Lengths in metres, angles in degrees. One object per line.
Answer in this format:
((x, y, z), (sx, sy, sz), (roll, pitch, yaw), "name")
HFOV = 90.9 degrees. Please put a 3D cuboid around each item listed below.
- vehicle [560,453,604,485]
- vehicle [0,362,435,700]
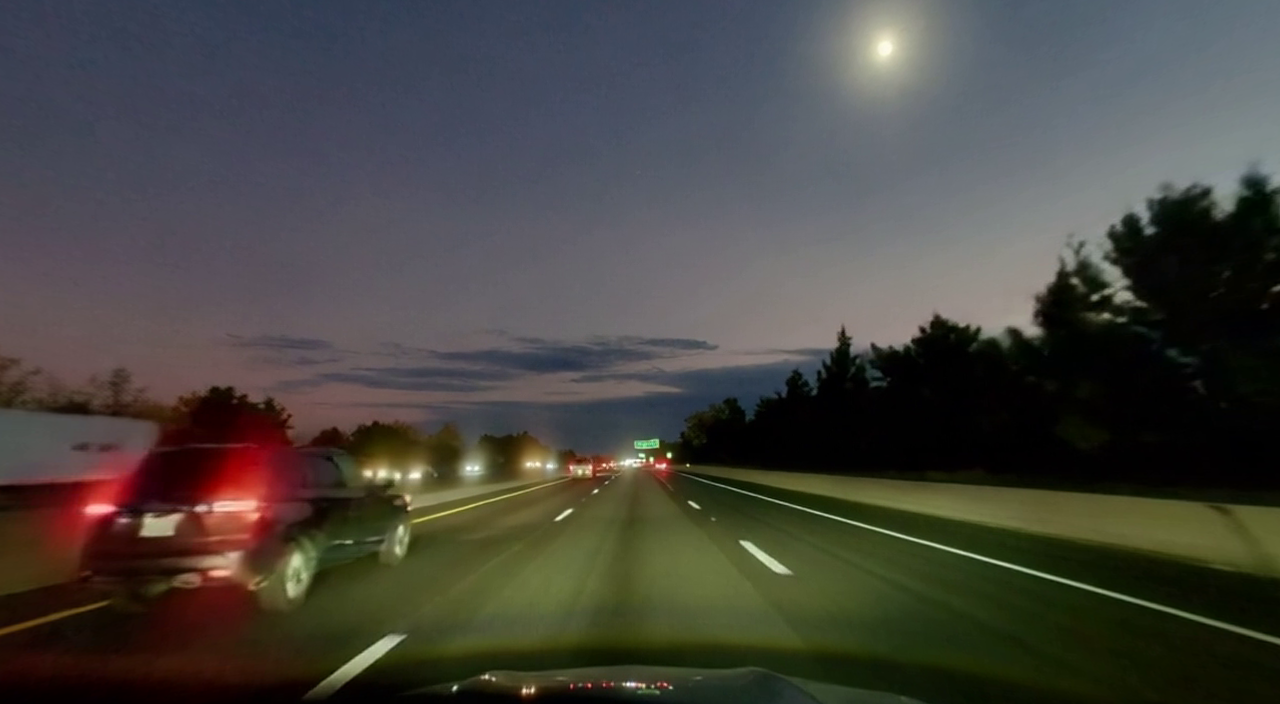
((-3.706, 7.602, 41.001), (2.390, 1.879, 4.423), (1, -11, 0), "vehicle")
((-3.918, 1.422, 6.006), (2.272, 1.873, 4.832), (1, -10, 0), "vehicle")
